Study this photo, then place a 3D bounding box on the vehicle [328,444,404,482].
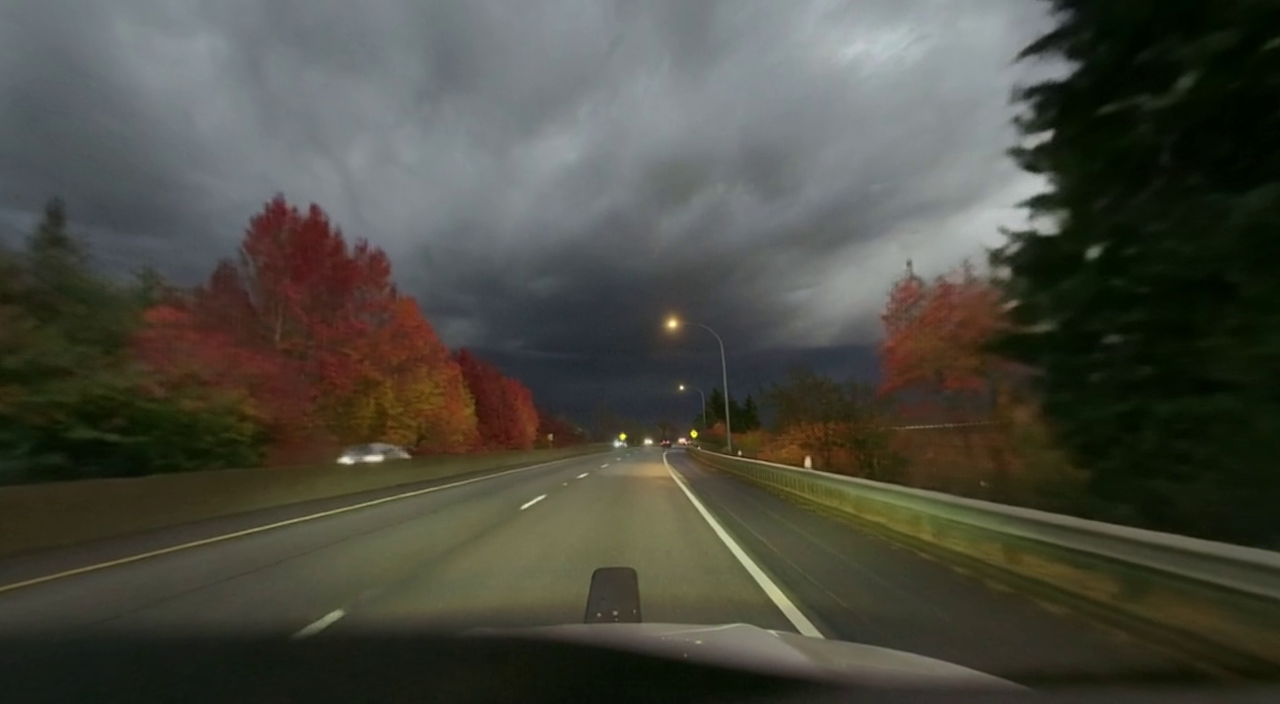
[{"bbox_3d":[-13.996,5.654,32.446,1.820,1.755,4.457,-1,-8,1],"label":"vehicle"}]
